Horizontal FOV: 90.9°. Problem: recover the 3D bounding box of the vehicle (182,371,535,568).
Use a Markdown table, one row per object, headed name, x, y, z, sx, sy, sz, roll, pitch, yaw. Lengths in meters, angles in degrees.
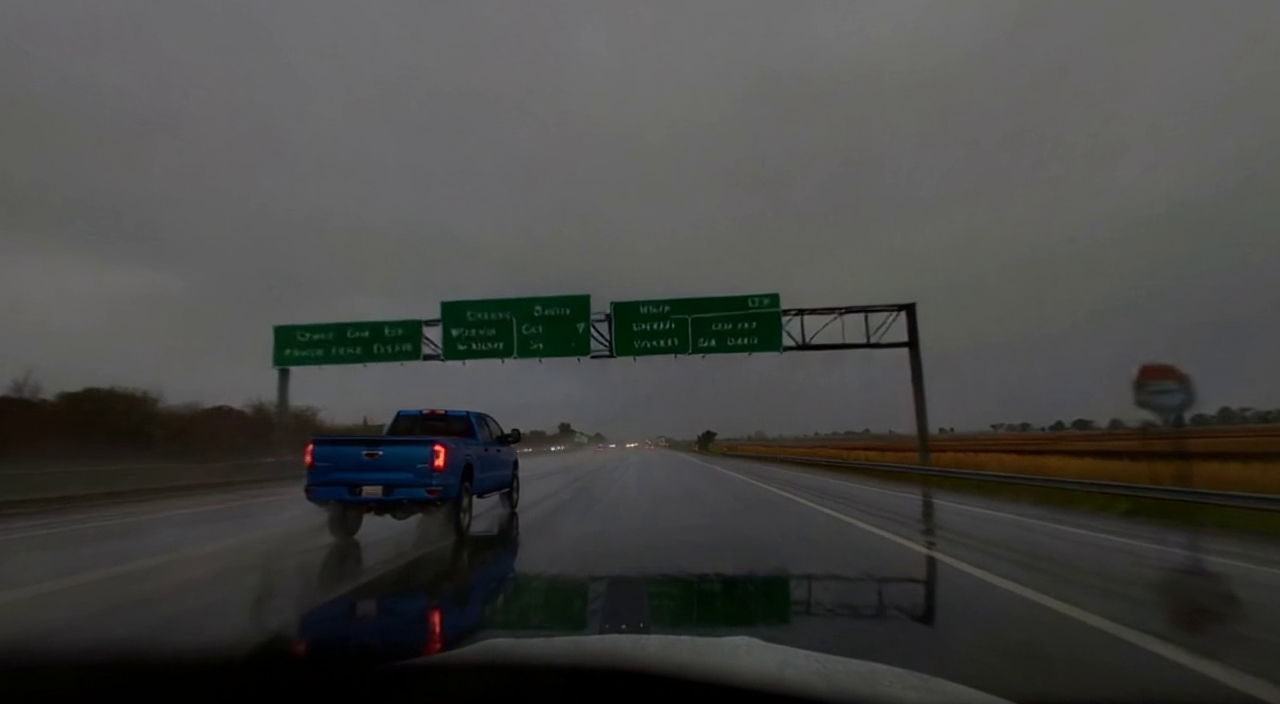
| name | x | y | z | sx | sy | sz | roll | pitch | yaw |
| --- | --- | --- | --- | --- | --- | --- | --- | --- | --- |
| vehicle | -3.501 | 1.683 | 9.807 | 2.601 | 2.084 | 6.068 | 0 | -8 | 1 |
